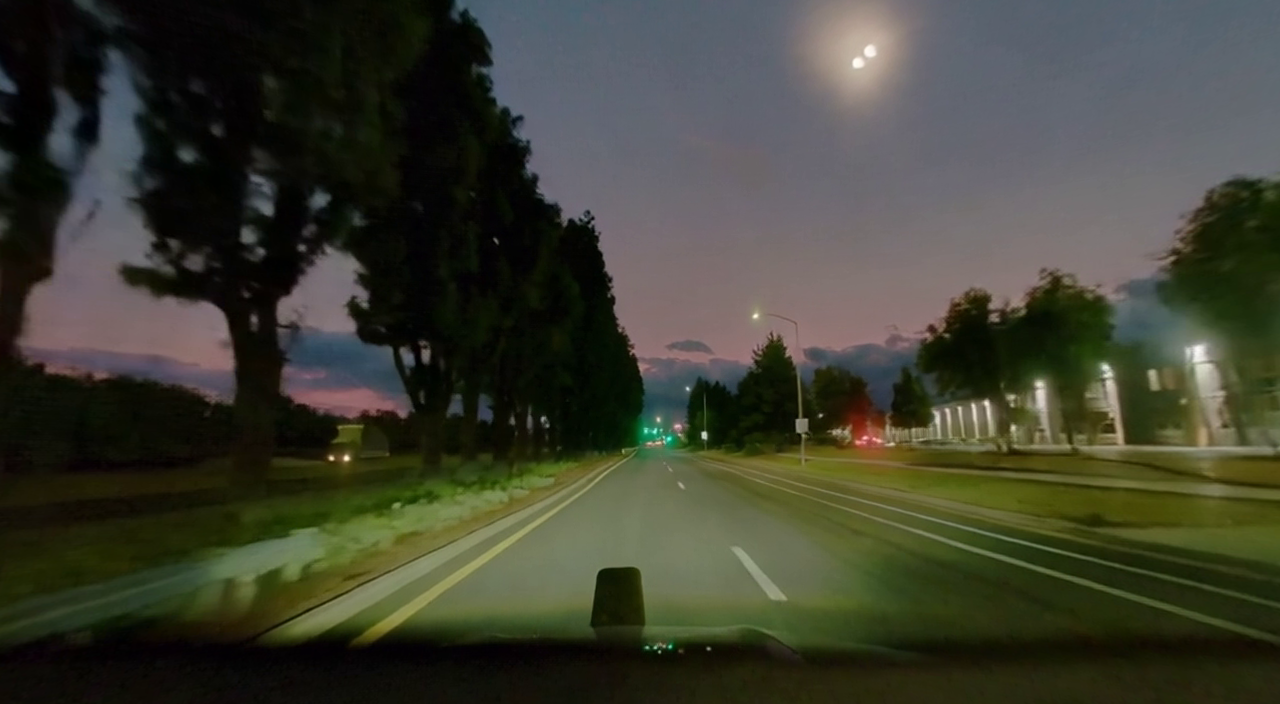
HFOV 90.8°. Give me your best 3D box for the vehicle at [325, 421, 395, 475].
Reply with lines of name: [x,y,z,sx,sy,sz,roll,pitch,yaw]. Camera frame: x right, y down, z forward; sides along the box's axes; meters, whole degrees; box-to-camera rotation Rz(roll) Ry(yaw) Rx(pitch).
vehicle: [-16.939,5.810,38.536,2.575,2.950,4.003,-3,-8,-2]
